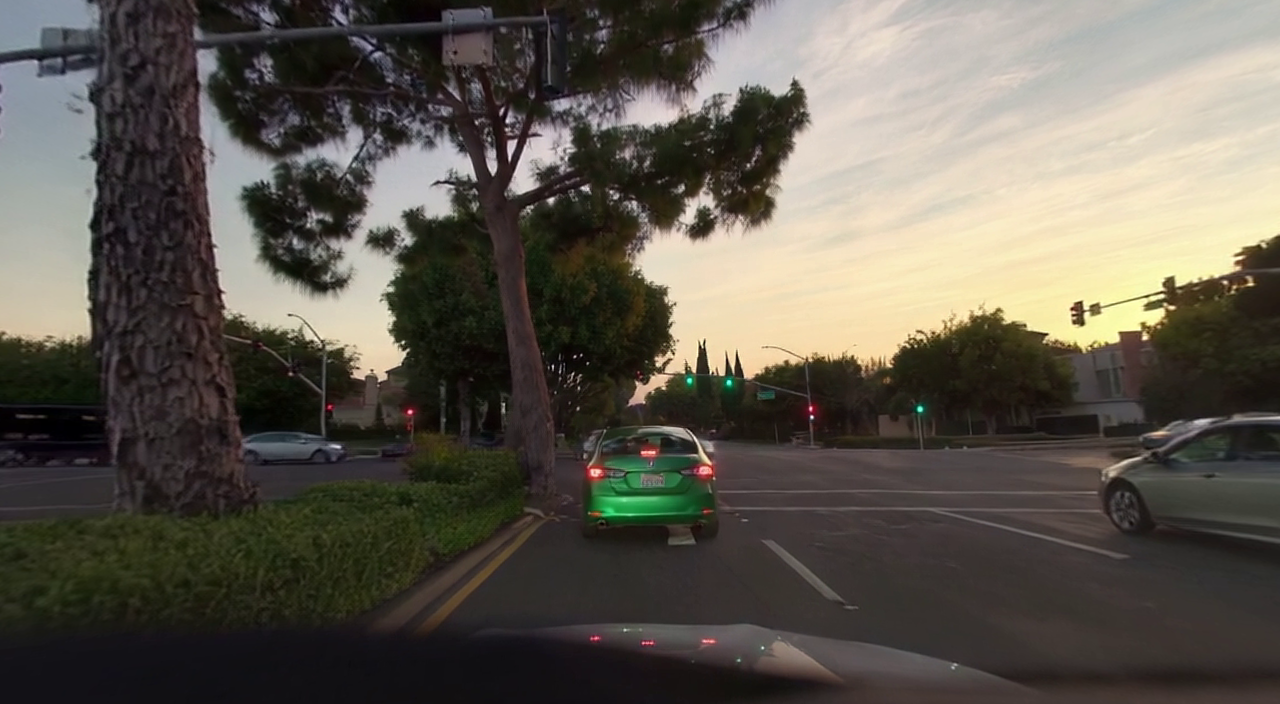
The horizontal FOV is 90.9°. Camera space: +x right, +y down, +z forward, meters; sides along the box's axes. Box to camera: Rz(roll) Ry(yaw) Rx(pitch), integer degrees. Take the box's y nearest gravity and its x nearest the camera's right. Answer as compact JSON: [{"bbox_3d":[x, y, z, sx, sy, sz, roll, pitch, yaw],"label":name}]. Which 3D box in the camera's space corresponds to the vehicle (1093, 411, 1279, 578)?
[{"bbox_3d":[7.075,1.397,6.273,1.901,1.577,4.348,0,-8,0],"label":"vehicle"}]

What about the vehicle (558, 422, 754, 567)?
[{"bbox_3d":[0.121,1.768,8.553,2.041,1.485,3.813,0,-8,-1],"label":"vehicle"}]

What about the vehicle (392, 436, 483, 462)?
[{"bbox_3d":[-11.710,5.630,36.668,4.667,1.450,1.818,0,-8,0],"label":"vehicle"}]

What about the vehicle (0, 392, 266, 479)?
[{"bbox_3d":[-20.728,3.258,24.487,10.544,3.126,2.909,-1,-8,1],"label":"vehicle"}]

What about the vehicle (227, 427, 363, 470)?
[{"bbox_3d":[-15.223,4.275,28.054,4.833,1.784,2.027,0,-8,1],"label":"vehicle"}]
